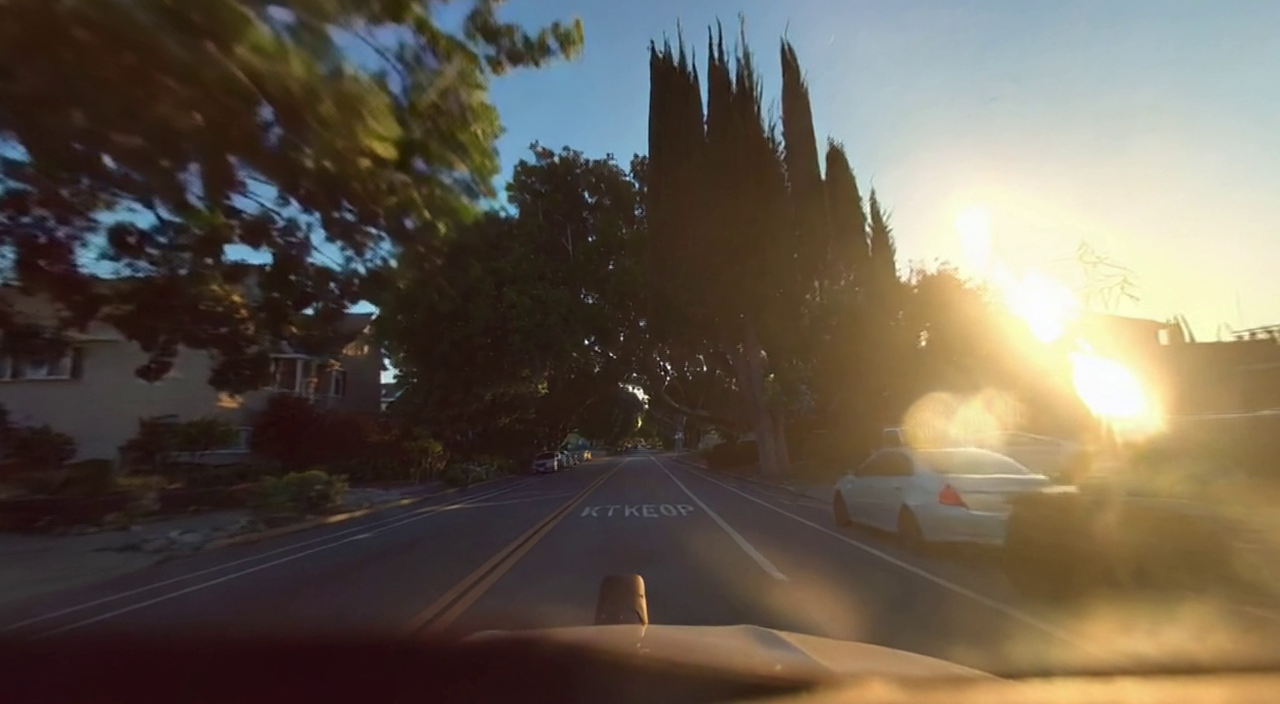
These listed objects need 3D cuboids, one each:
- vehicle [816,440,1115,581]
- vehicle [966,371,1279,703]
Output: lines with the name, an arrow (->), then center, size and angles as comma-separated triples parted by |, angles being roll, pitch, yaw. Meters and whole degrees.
vehicle -> 4.217, 2.083, 9.210 | 1.988, 1.537, 4.350 | 0, -9, -1
vehicle -> 4.187, 1.070, 3.608 | 2.032, 1.792, 4.849 | 0, -9, 0
